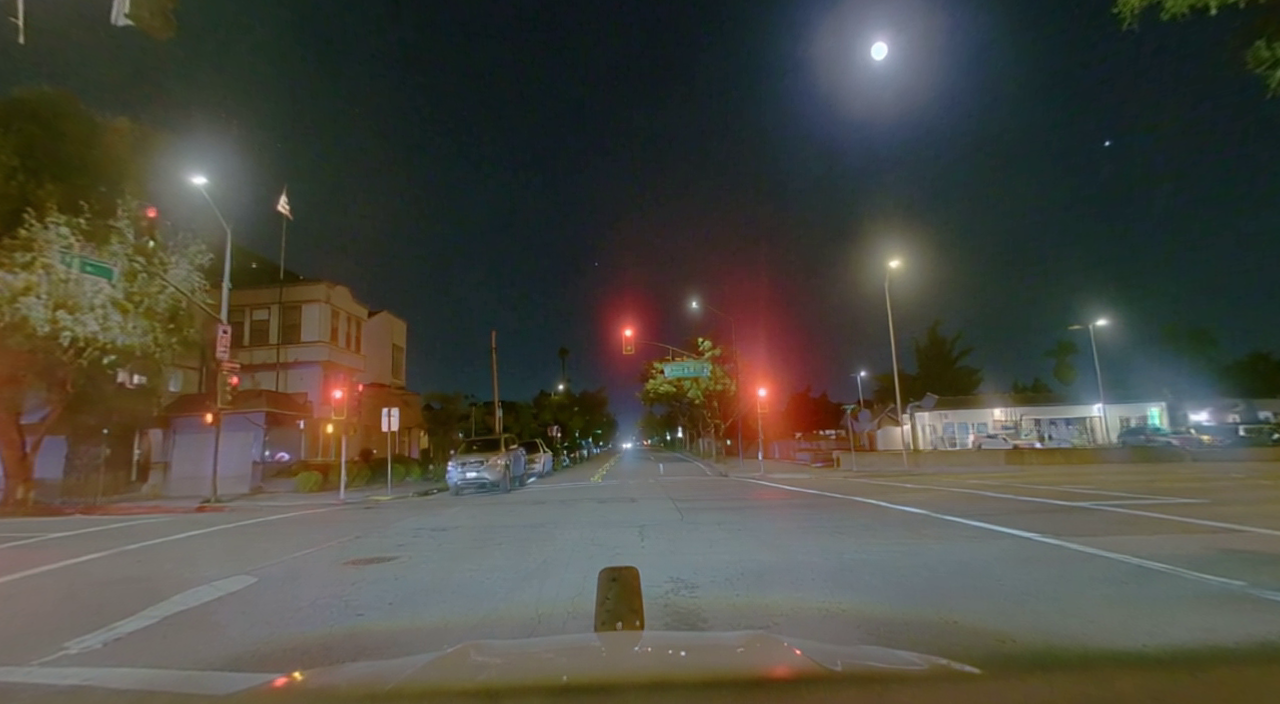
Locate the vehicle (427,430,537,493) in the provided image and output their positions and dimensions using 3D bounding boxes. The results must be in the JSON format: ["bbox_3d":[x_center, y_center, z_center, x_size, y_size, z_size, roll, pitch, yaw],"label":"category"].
[{"bbox_3d":[-6.542,4.654,27.430,2.896,2.339,7.322,0,-8,0],"label":"vehicle"}]

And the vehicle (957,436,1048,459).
[{"bbox_3d":[25.052,6.604,43.737,5.172,1.515,1.851,0,-8,-2],"label":"vehicle"}]

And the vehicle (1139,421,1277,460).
[{"bbox_3d":[33.283,5.207,37.134,5.969,2.149,2.331,0,-9,-3],"label":"vehicle"}]

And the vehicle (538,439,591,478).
[{"bbox_3d":[-3.655,5.290,31.618,2.120,1.783,4.788,0,-9,-1],"label":"vehicle"}]
